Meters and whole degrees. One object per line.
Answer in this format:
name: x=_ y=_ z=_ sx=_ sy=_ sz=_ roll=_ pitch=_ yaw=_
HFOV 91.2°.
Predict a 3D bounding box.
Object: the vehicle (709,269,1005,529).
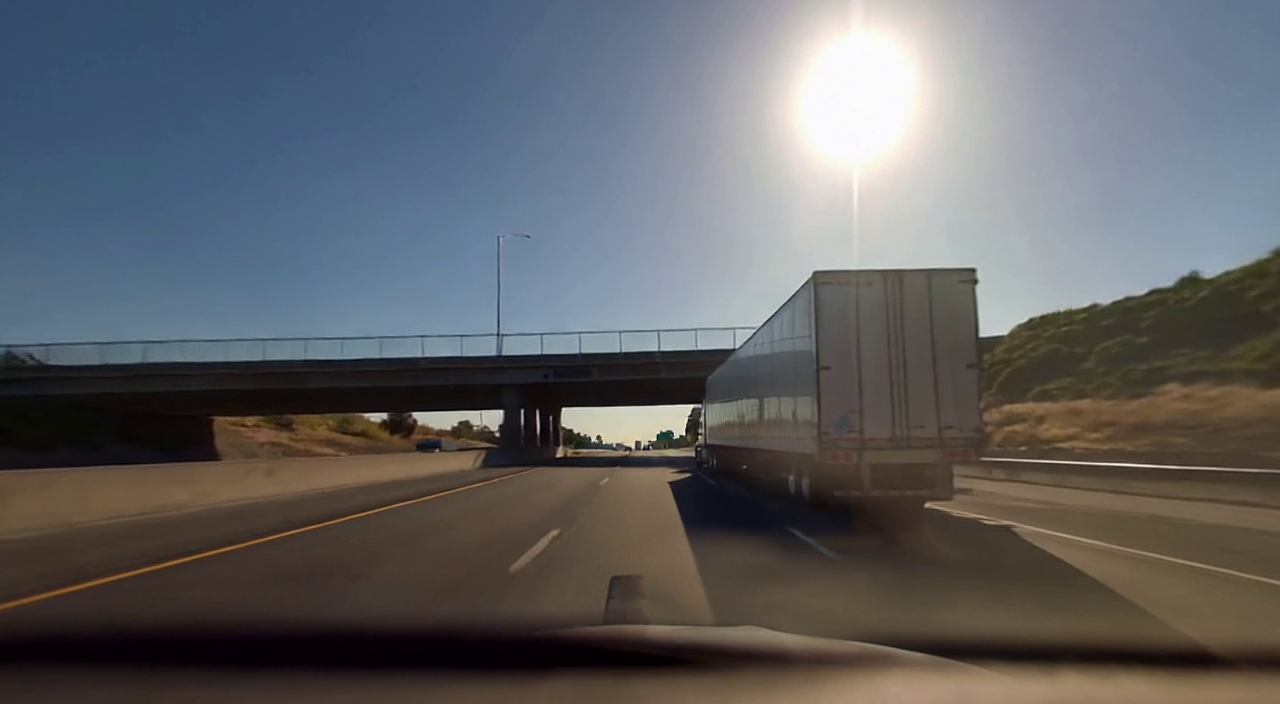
vehicle: x=4.119 y=1.736 z=16.974 sx=2.933 sy=4.100 sz=14.317 roll=0 pitch=-8 yaw=0
